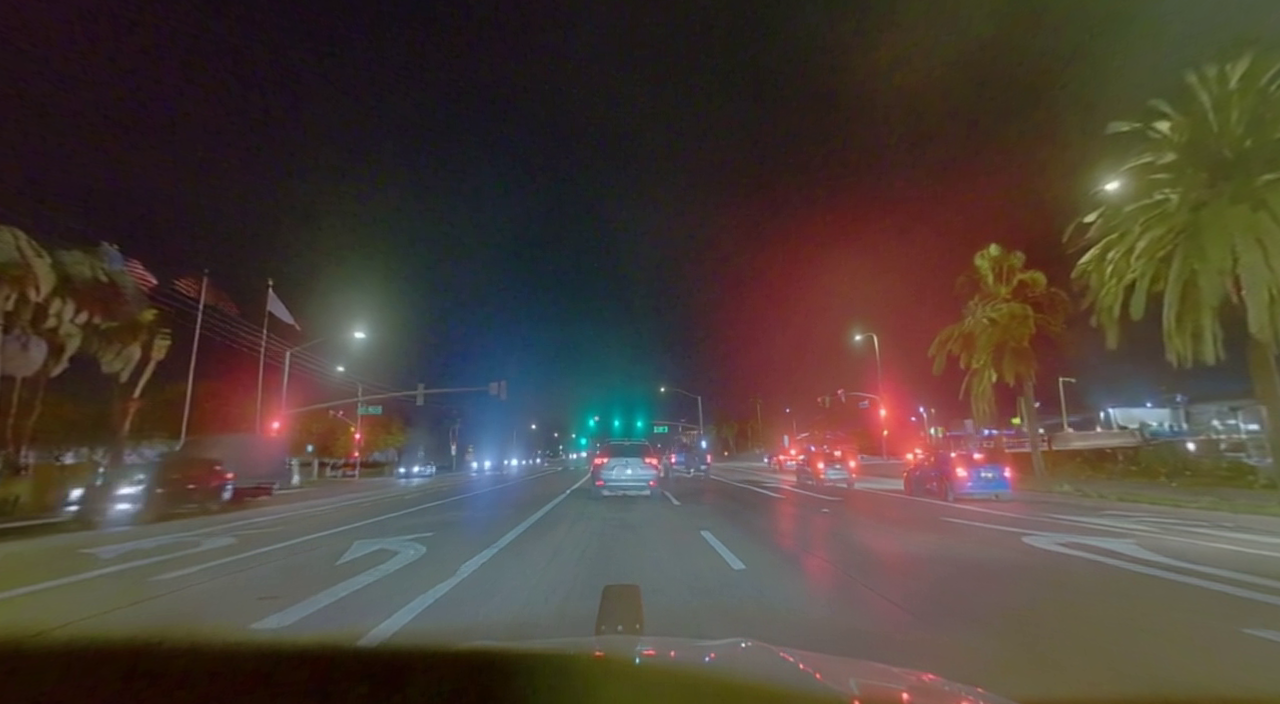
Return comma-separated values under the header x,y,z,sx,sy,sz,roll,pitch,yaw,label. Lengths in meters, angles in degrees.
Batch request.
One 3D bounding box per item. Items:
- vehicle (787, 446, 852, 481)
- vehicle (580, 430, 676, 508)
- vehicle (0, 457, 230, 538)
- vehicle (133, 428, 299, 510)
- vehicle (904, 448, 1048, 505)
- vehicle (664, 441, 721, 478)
x,y,z,sx,sy,sz,roll,pitch,yaw,label
9.758,6.088,34.761,2.155,1.779,4.582,0,-9,-1,vehicle
-0.343,3.275,18.177,2.402,1.938,4.535,0,-9,-1,vehicle
-11.816,3.208,14.537,1.965,1.475,4.209,0,-9,-1,vehicle
-19.076,5.261,29.151,2.901,3.039,7.160,-4,-8,-2,vehicle
9.911,3.675,19.089,1.967,1.485,4.267,0,-9,0,vehicle
3.036,6.430,38.193,2.773,2.021,6.212,0,-9,-1,vehicle
